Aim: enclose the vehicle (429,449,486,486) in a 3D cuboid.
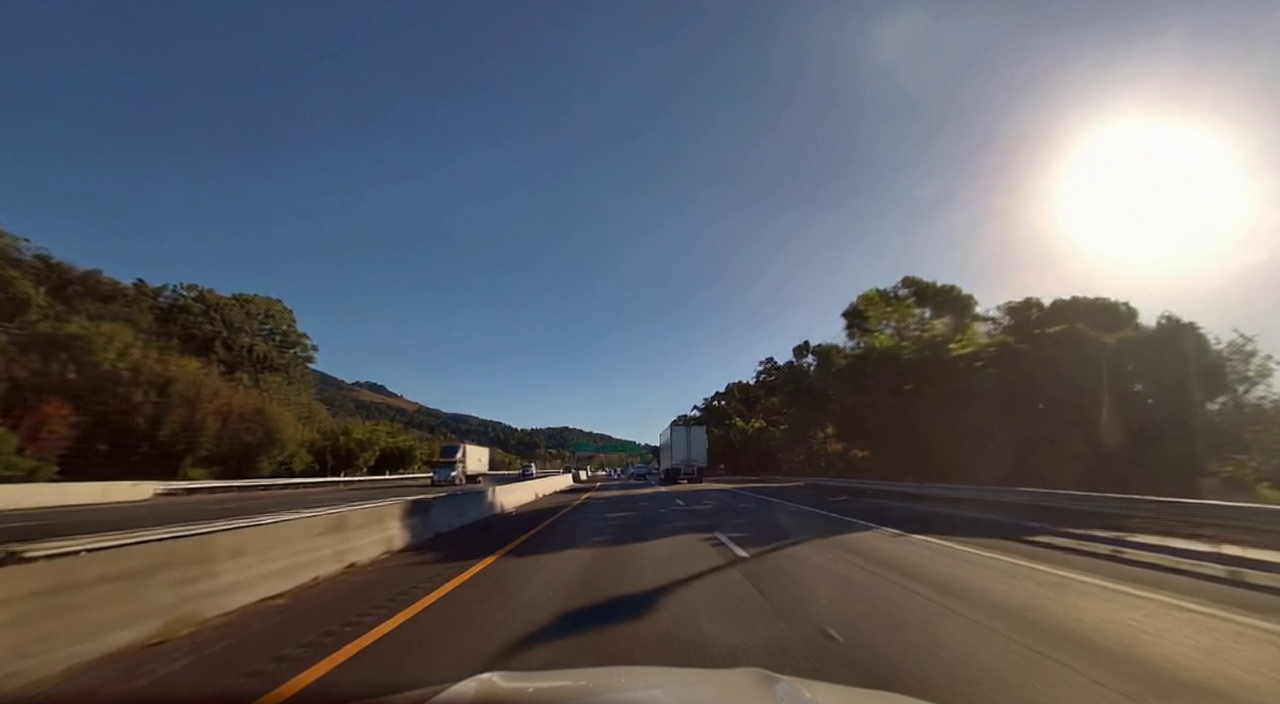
[{"bbox_3d":[-14.019,8.949,48.894,2.593,2.612,6.200,1,-11,-1],"label":"vehicle"}]
